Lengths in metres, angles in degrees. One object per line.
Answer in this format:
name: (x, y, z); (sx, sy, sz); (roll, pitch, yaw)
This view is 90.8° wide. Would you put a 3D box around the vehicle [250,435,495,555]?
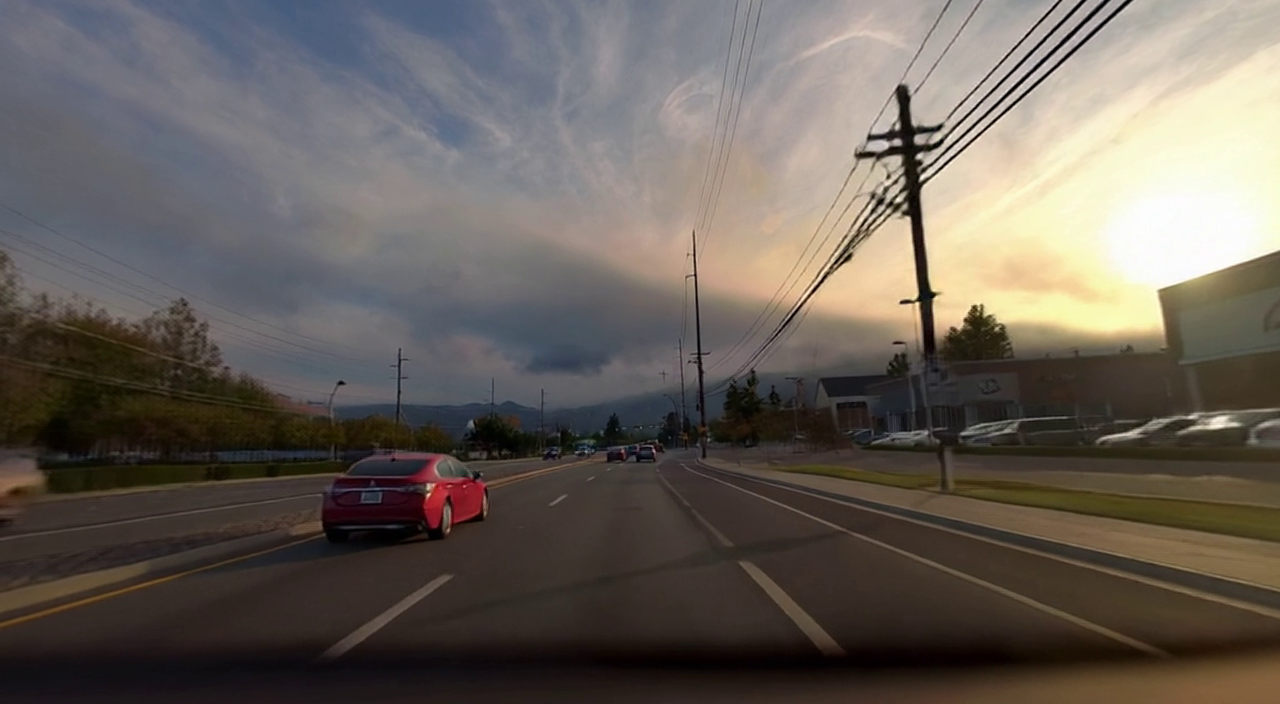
vehicle: (-3.898, 2.139, 10.300); (1.928, 1.488, 4.635); (0, -8, 1)
